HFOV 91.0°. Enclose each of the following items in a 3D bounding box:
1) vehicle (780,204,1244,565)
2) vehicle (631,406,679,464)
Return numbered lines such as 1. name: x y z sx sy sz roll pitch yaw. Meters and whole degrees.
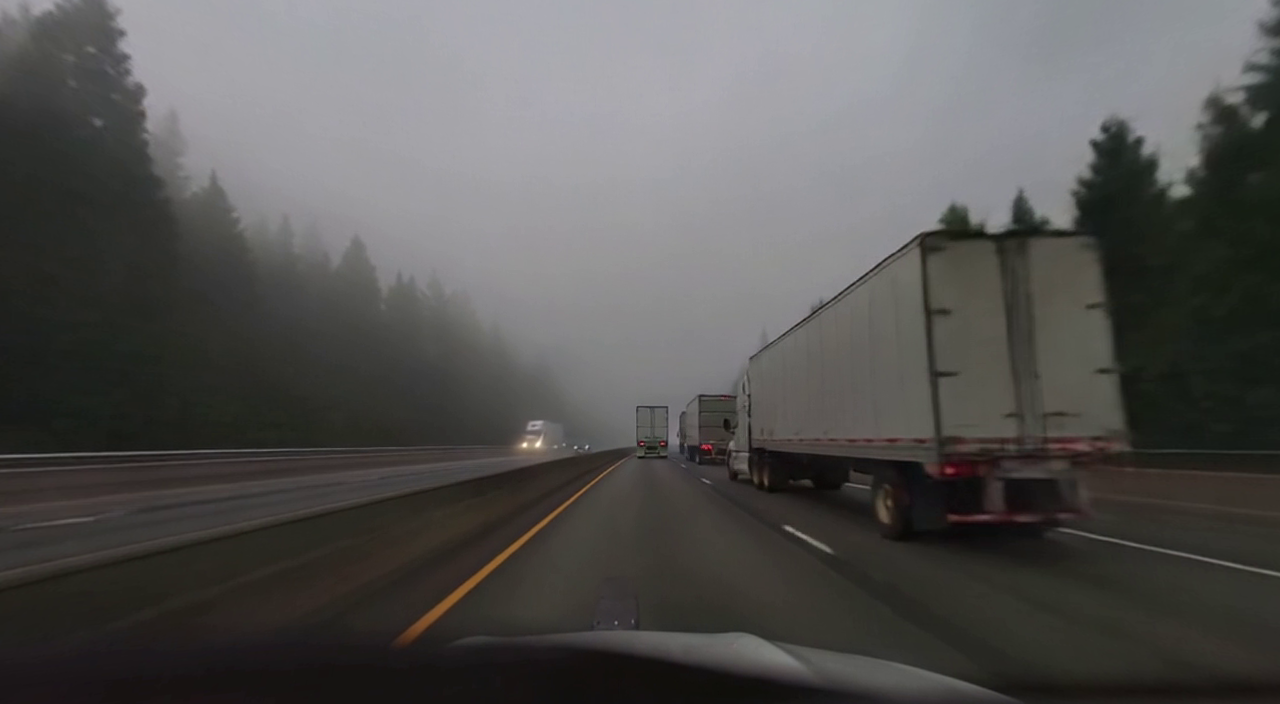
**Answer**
1. vehicle: 4.903 0.854 11.031 2.843 3.940 8.349 -1 -8 0
2. vehicle: 0.875 5.201 39.244 2.644 3.247 7.454 -1 -8 1
